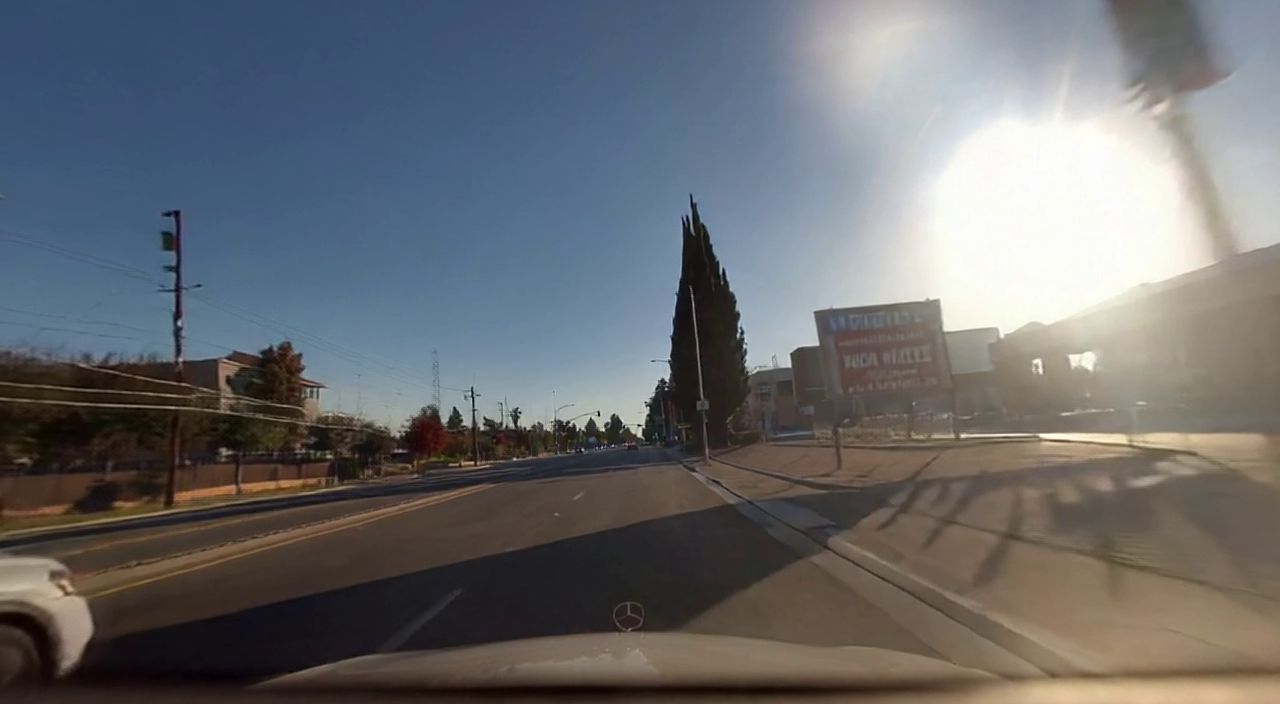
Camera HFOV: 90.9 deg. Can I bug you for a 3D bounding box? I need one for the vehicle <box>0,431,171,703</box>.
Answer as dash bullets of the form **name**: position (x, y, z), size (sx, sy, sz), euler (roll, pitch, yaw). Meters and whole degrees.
- **vehicle**: position (-3.678, 0.873, 1.183), size (1.972, 1.490, 4.591), euler (0, -8, 1)
